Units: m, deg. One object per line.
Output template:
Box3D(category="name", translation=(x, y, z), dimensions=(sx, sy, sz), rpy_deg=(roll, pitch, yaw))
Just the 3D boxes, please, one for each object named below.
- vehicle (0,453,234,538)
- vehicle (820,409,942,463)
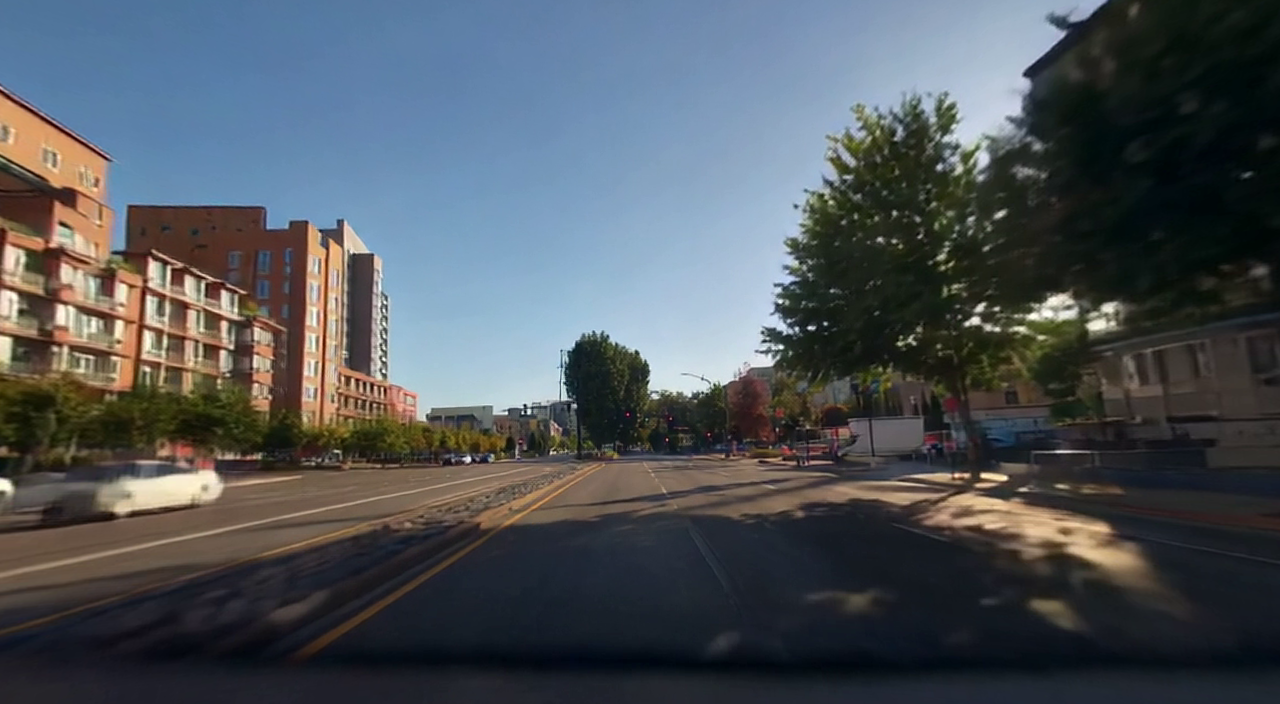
Box3D(category="vehicle", translation=(-11.810, 3.125, 14.441), dimensions=(1.918, 1.546, 4.683), rpy_deg=(0, -9, 0))
Box3D(category="vehicle", translation=(16.619, 5.824, 43.893), dimensions=(7.225, 3.553, 2.709), rpy_deg=(0, -9, -4))
